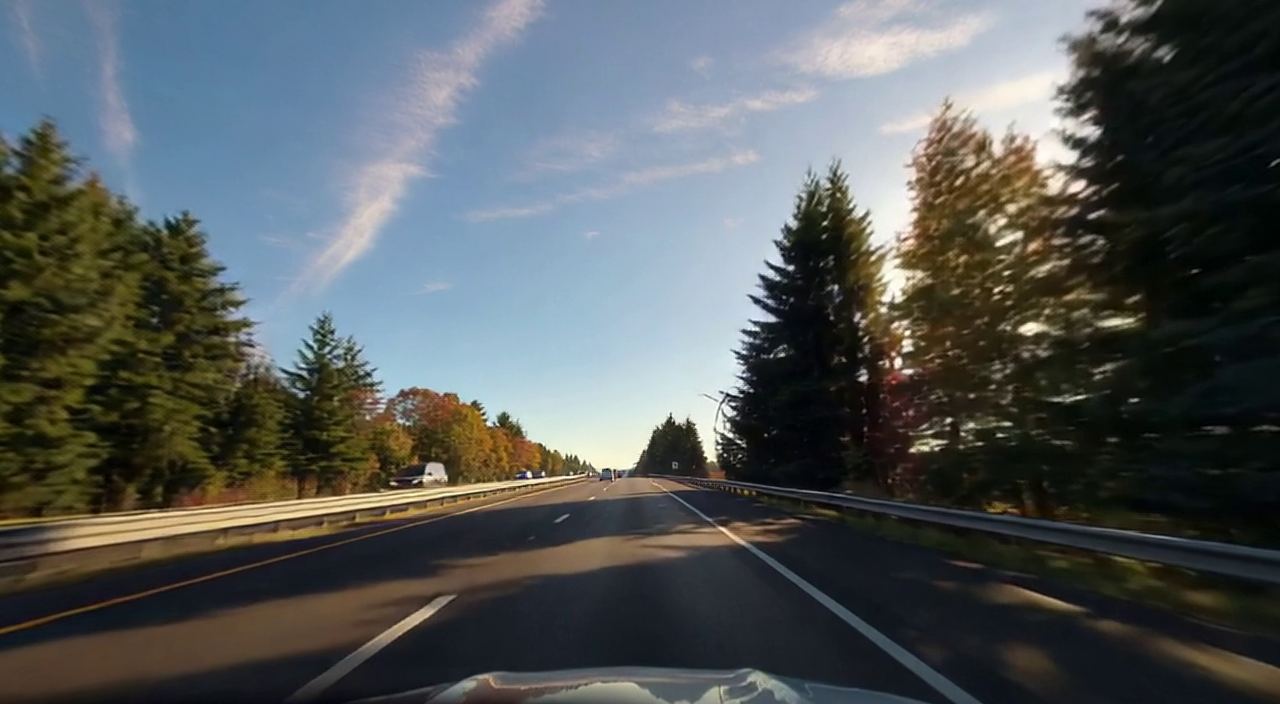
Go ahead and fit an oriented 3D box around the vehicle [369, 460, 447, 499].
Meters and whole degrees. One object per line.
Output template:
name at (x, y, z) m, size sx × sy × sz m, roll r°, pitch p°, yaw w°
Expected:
vehicle at (-13.387, 7.401, 36.821) m, size 2.348 × 2.065 × 5.795 m, roll 1°, pitch -11°, yaw 0°
